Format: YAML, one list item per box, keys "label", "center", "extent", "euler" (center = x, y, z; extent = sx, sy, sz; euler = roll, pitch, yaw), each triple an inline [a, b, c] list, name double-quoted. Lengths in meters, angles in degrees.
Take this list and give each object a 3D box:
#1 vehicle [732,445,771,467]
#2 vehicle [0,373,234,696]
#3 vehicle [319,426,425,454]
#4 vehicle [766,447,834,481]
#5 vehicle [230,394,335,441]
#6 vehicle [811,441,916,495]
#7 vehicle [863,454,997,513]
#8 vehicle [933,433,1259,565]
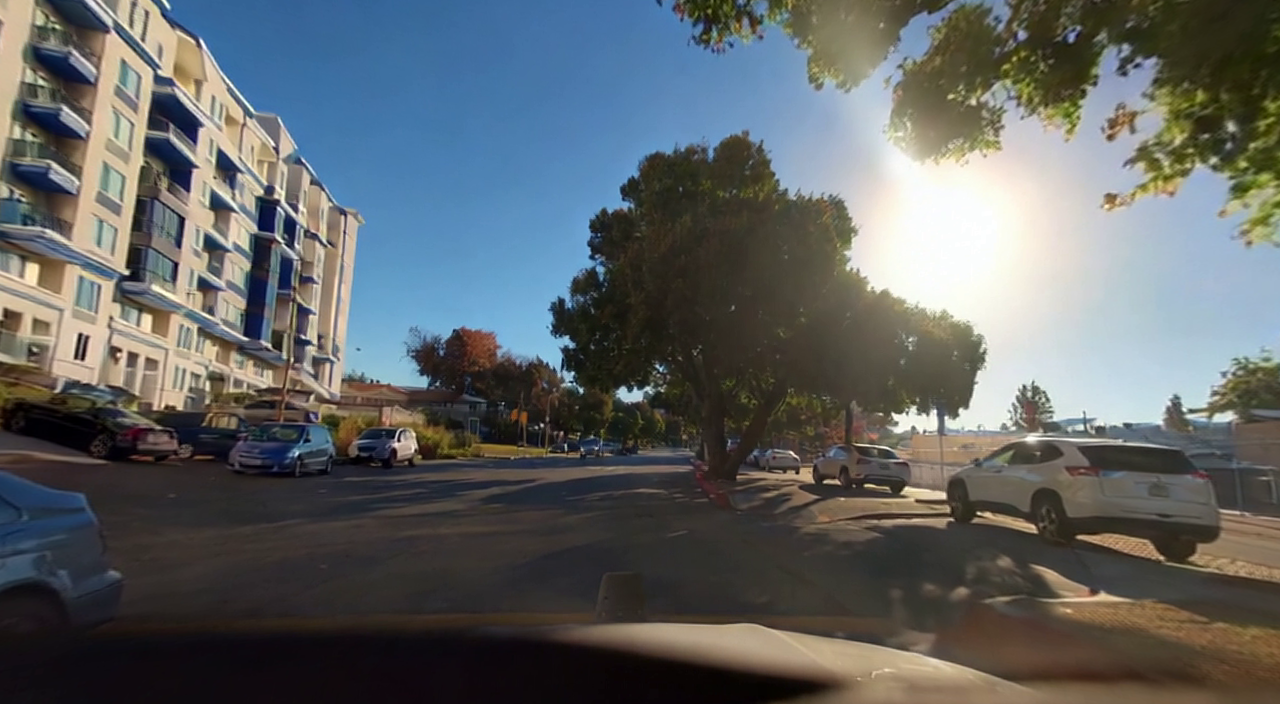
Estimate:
- label: "vehicle"
  center: [7.738, 7.249, 44.255]
  extent: [1.901, 1.495, 4.340]
  euler: [0, -8, 0]
- label: "vehicle"
  center: [-4.511, 0.914, 2.924]
  extent: [2.285, 1.712, 5.200]
  euler: [1, -8, -7]
- label: "vehicle"
  center: [-13.580, 4.490, 32.249]
  extent: [4.603, 1.335, 1.889]
  euler: [1, -9, -8]
- label: "vehicle"
  center: [7.900, 5.565, 31.722]
  extent: [2.122, 1.554, 4.777]
  euler: [0, -8, -1]
- label: "vehicle"
  center: [-18.682, 3.426, 33.043]
  extent: [4.598, 1.645, 2.019]
  euler: [8, -5, 20]
- label: "vehicle"
  center: [7.923, 4.129, 22.961]
  extent: [1.917, 1.704, 4.840]
  euler: [0, -8, -2]
- label: "vehicle"
  center: [7.820, 3.546, 17.528]
  extent: [1.900, 1.368, 4.176]
  euler: [-1, -8, 3]
- label: "vehicle"
  center: [7.505, 2.411, 11.346]
  extent: [2.181, 1.792, 5.066]
  euler: [0, -8, 2]
